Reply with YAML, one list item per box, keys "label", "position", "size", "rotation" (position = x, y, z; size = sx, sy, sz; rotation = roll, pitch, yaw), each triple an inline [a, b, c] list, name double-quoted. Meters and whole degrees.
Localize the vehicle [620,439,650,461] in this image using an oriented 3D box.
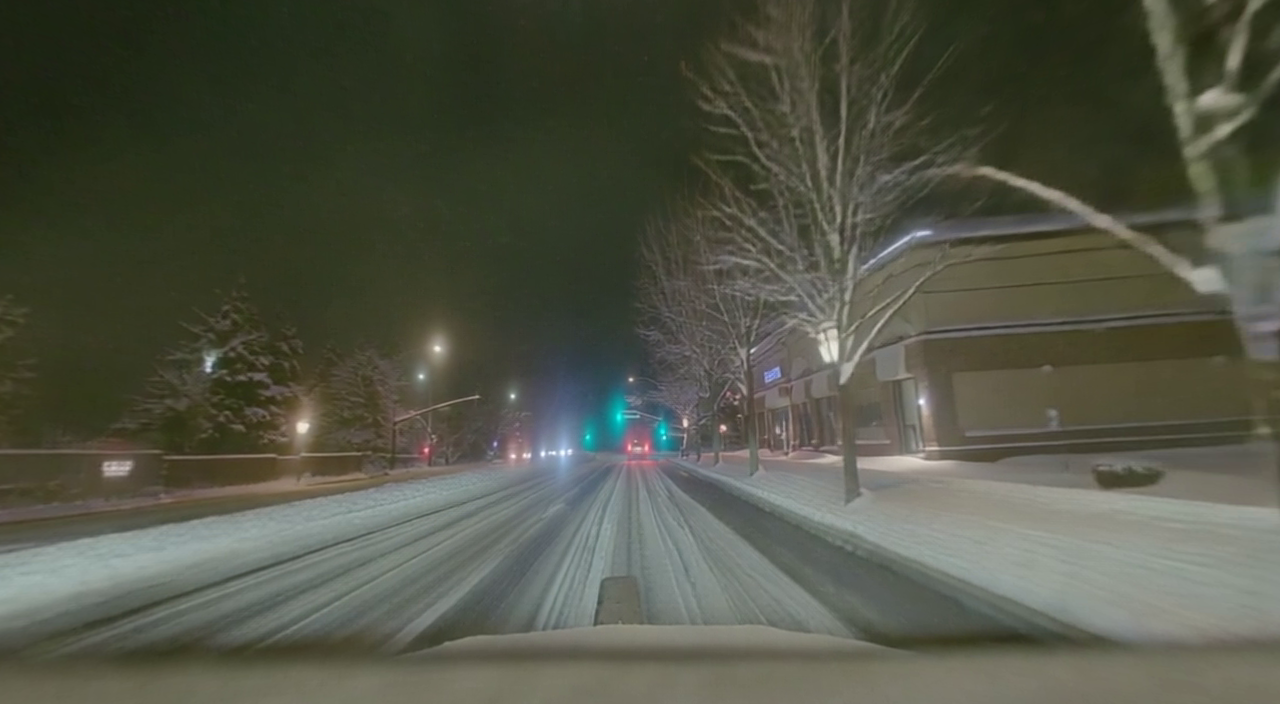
- label: "vehicle"
  position: [-0.361, 7.567, 48.880]
  size: [2.191, 1.607, 4.361]
  rotation: [0, -9, 1]
